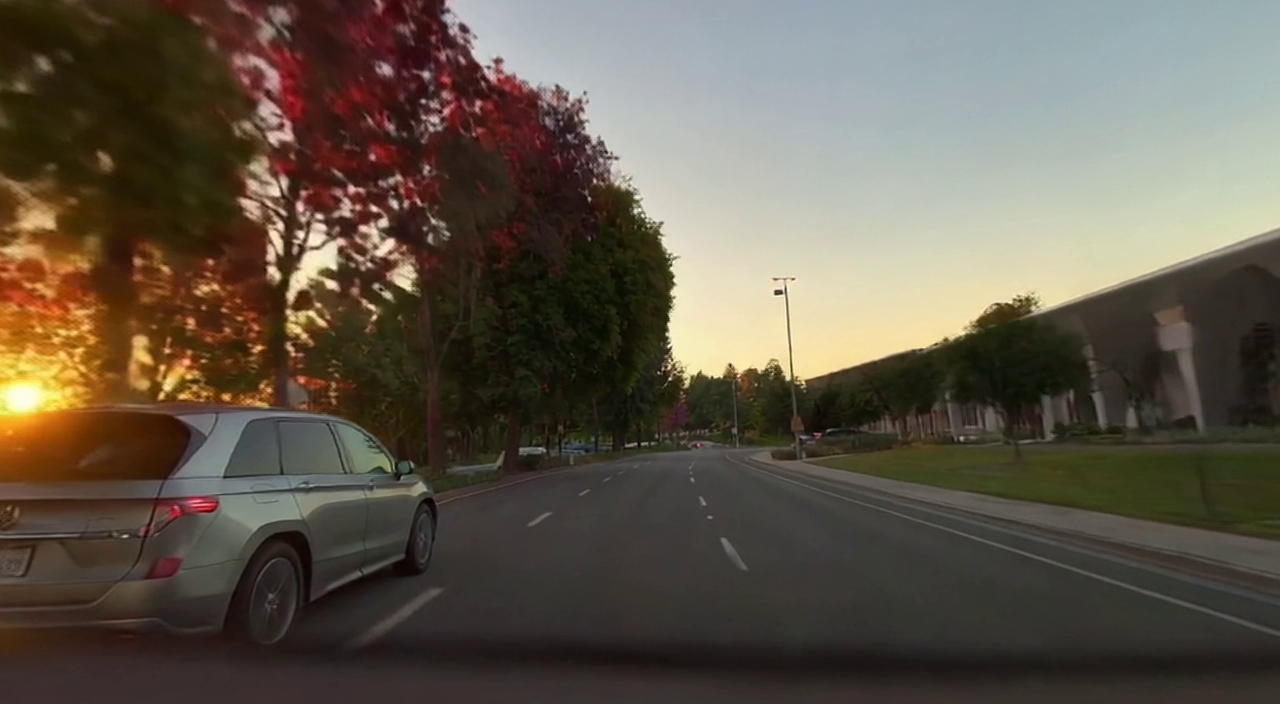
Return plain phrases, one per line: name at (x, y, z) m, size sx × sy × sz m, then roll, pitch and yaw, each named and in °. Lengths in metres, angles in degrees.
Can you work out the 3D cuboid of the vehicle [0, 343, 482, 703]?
vehicle at (-2.867, 1.142, 4.703) m, size 2.067 × 1.700 × 4.561 m, roll 0°, pitch -9°, yaw 2°
